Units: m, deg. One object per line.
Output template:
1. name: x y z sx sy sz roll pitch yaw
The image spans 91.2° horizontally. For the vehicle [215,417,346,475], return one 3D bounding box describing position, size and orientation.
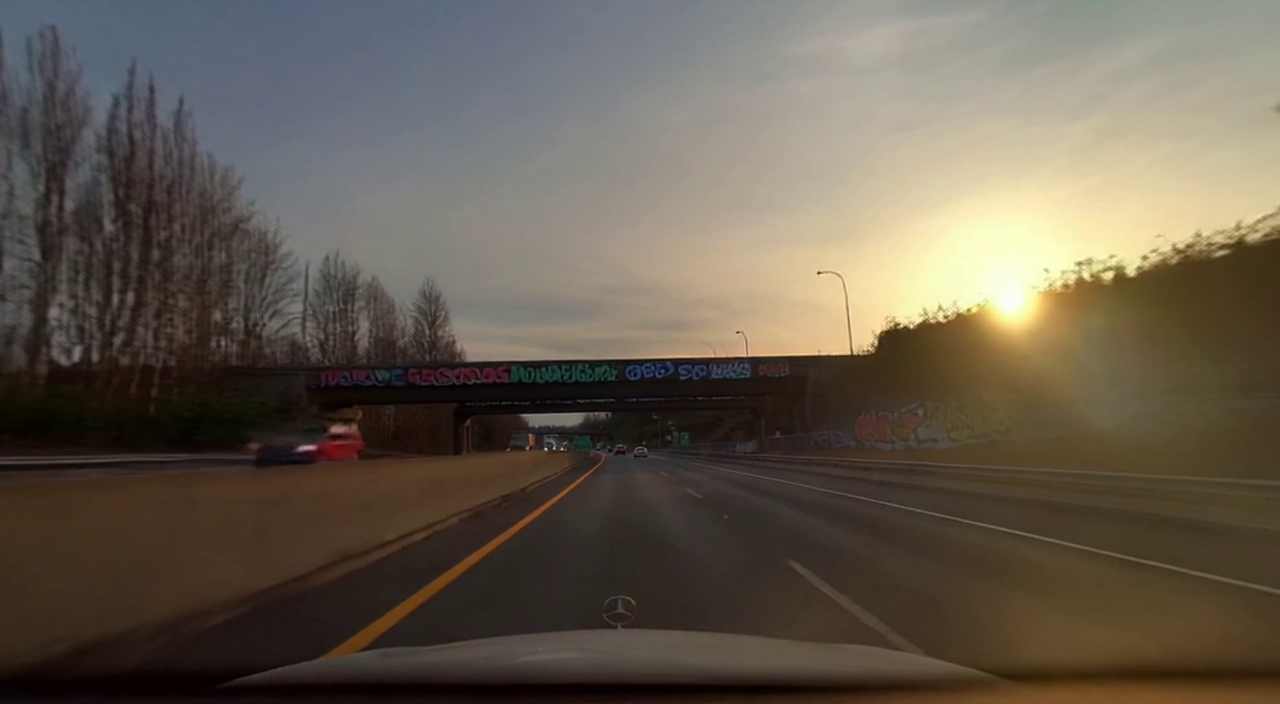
1. vehicle: -13.734 3.684 24.426 2.195 1.997 4.907 0 -9 -1
